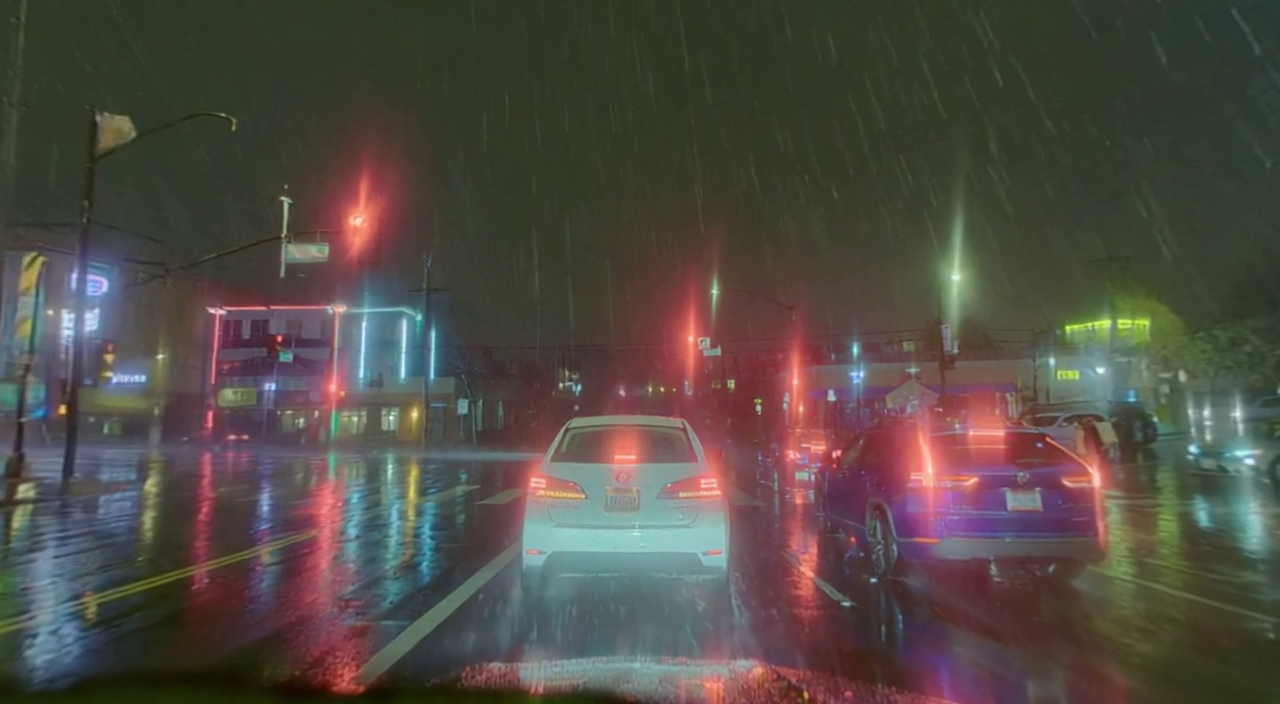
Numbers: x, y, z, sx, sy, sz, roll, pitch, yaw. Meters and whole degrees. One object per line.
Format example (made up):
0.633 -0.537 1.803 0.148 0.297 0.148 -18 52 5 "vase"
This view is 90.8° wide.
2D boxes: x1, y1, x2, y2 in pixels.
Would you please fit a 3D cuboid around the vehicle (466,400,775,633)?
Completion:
-0.148 1.483 6.777 2.123 1.589 4.702 0 -8 0 "vehicle"

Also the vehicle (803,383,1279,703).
3.034 1.308 5.453 1.983 1.654 4.354 0 -8 -1 "vehicle"
